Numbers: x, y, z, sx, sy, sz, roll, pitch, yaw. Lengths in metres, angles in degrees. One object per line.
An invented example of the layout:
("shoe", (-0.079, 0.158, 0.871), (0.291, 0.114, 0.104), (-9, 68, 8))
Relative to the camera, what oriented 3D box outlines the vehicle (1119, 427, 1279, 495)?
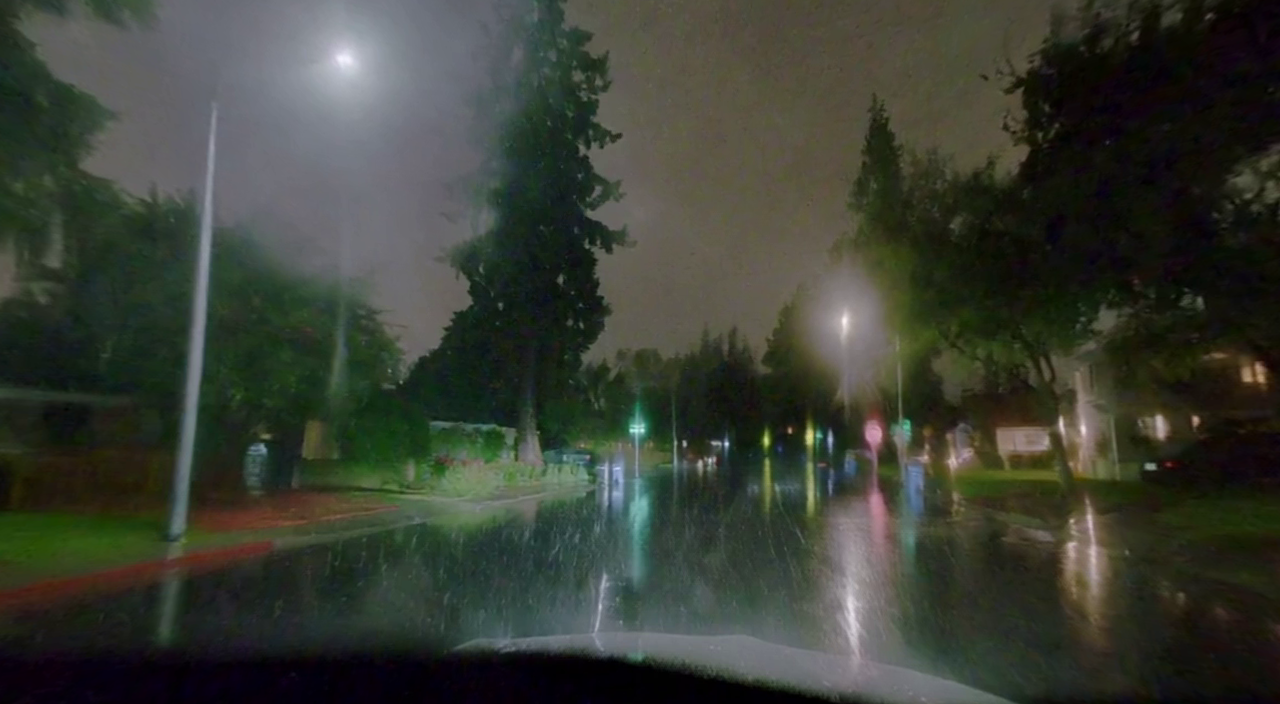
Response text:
("vehicle", (15.026, 2.671, 15.766), (4.589, 1.526, 2.133), (1, -9, -8))
